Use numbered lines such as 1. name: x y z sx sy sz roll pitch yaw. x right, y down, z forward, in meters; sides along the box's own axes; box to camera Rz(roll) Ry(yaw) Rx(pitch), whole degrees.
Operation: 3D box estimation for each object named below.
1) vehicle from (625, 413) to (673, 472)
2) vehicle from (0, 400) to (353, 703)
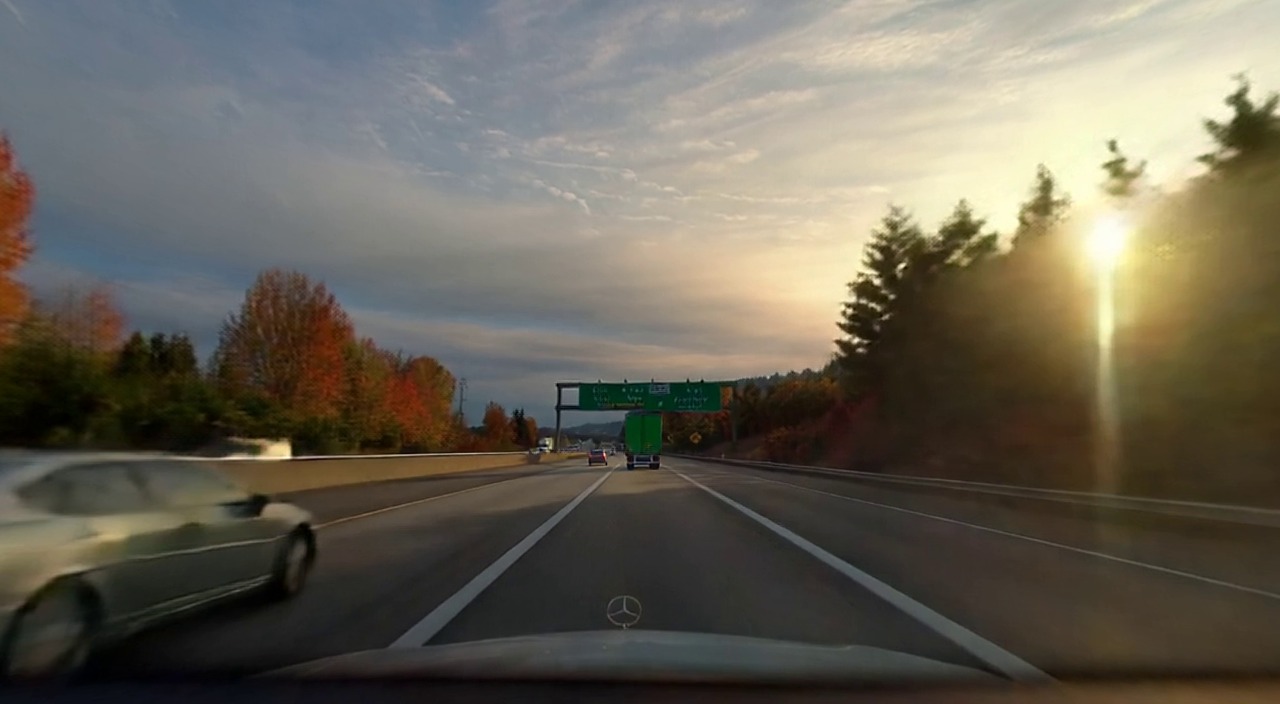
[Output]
1. vehicle: 0.441 6.337 43.727 2.893 3.628 9.081 0 -9 -2
2. vehicle: -3.873 1.089 3.472 2.114 1.523 5.110 0 -9 1
